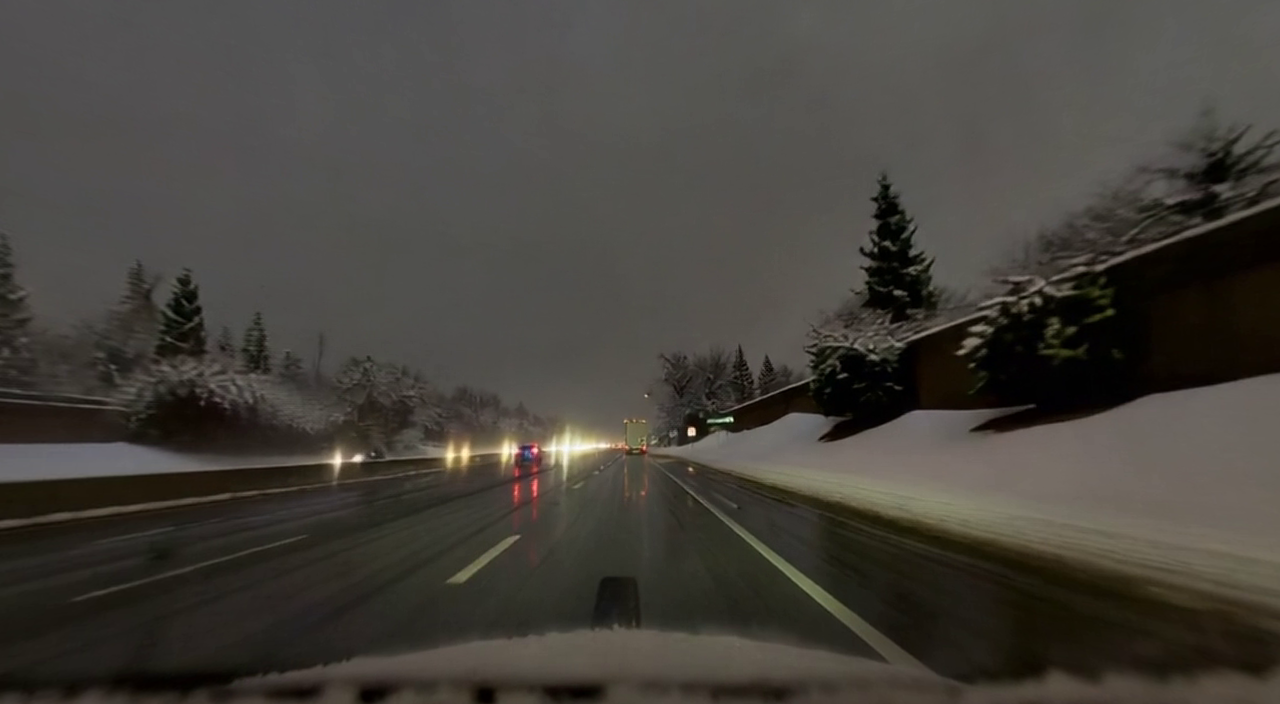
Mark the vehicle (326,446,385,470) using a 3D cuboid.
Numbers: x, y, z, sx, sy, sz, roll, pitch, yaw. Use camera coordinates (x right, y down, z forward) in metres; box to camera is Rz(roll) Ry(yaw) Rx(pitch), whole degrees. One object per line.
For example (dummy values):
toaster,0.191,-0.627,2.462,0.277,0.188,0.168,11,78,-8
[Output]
vehicle,-19.795,7.362,44.233,1.988,1.574,4.685,0,-8,0
